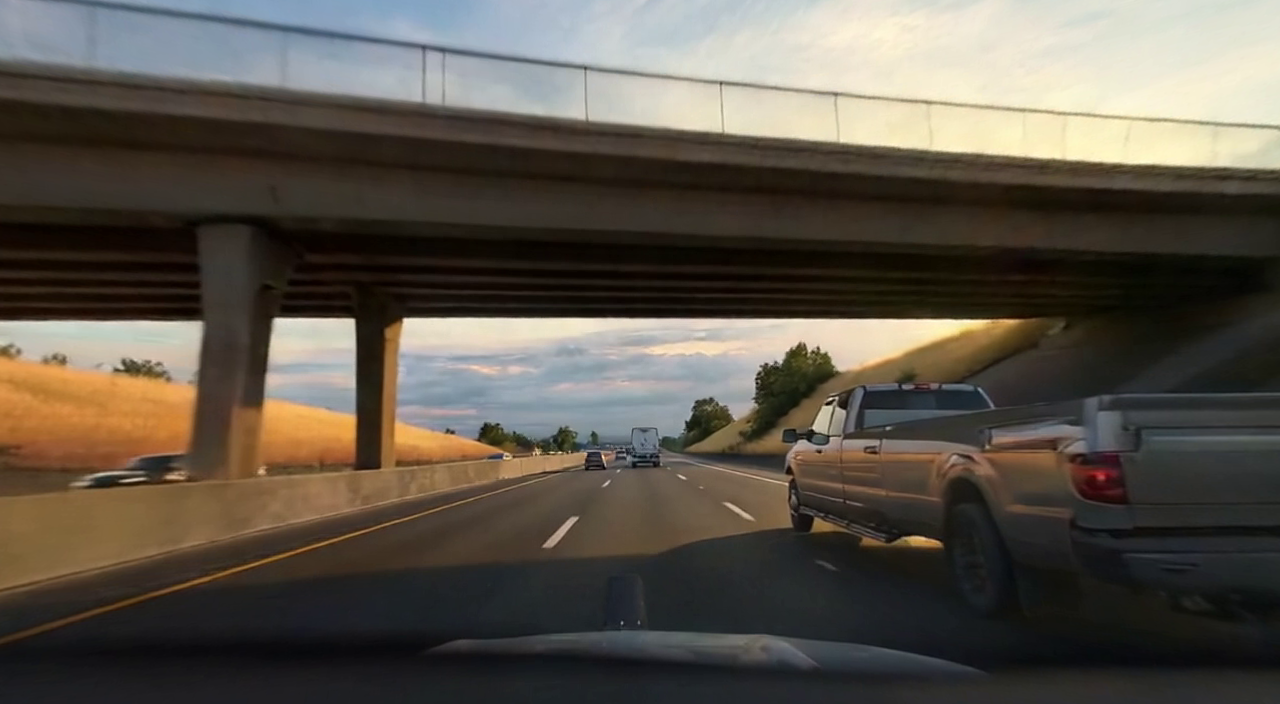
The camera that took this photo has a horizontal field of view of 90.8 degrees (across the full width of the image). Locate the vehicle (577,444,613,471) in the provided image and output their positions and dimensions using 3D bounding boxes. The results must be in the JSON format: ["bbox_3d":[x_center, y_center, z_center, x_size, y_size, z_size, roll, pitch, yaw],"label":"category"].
[{"bbox_3d":[-2.888,6.864,41.077,2.007,1.647,3.854,0,-9,1],"label":"vehicle"}]

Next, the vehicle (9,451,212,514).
[{"bbox_3d":[-15.403,3.763,18.810,1.889,1.591,4.713,0,-9,1],"label":"vehicle"}]
